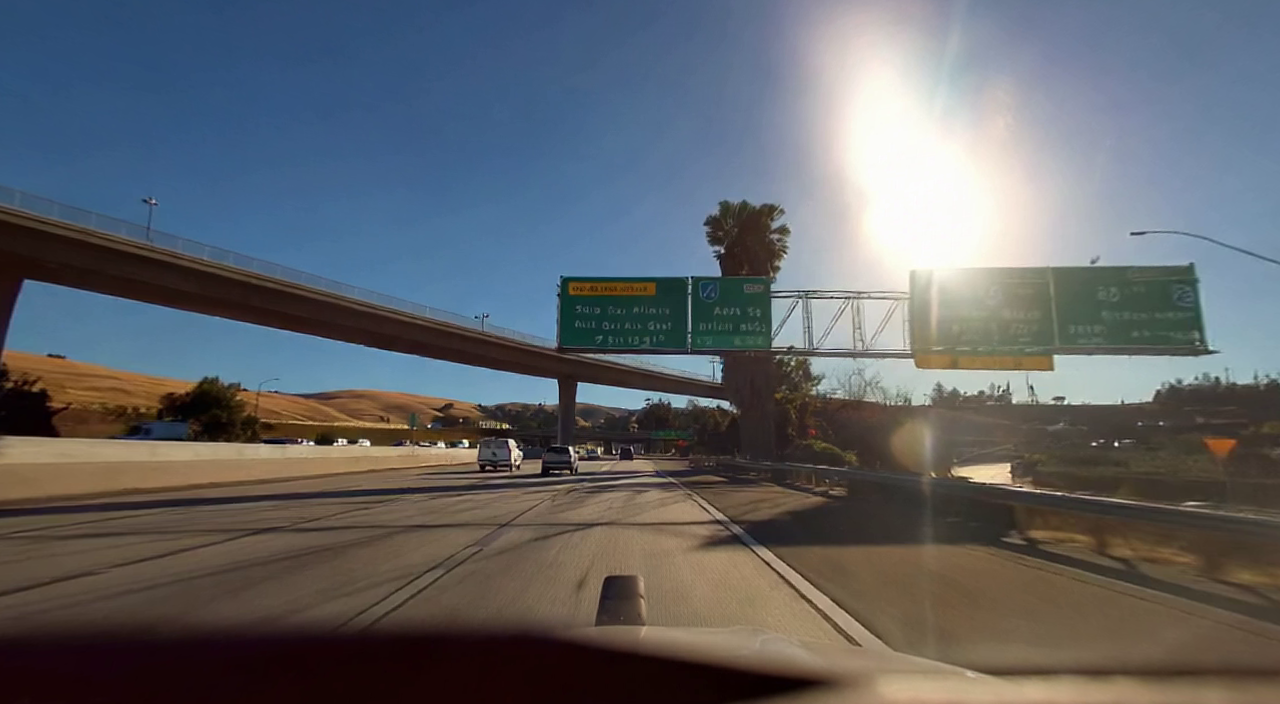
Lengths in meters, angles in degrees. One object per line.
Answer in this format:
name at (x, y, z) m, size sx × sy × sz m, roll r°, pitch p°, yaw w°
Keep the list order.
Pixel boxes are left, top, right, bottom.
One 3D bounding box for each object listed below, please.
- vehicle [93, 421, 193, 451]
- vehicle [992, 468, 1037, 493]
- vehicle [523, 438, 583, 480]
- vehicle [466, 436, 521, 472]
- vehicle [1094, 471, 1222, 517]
vehicle at (-34.676, 5.953, 44.237) m, size 2.229 × 1.985 × 5.898 m, roll 0°, pitch -8°, yaw 0°
vehicle at (27.529, 9.406, 46.363) m, size 1.944 × 1.528 × 4.123 m, roll -3°, pitch -9°, yaw 19°
vehicle at (-4.022, 5.046, 30.010) m, size 2.144 × 1.847 × 4.850 m, roll 0°, pitch -8°, yaw 0°
vehicle at (-8.515, 5.967, 37.077) m, size 2.132 × 1.984 × 4.639 m, roll 0°, pitch -8°, yaw -1°
vehicle at (21.774, 5.957, 26.785) m, size 2.103 × 1.523 × 4.653 m, roll -1°, pitch -9°, yaw 10°
